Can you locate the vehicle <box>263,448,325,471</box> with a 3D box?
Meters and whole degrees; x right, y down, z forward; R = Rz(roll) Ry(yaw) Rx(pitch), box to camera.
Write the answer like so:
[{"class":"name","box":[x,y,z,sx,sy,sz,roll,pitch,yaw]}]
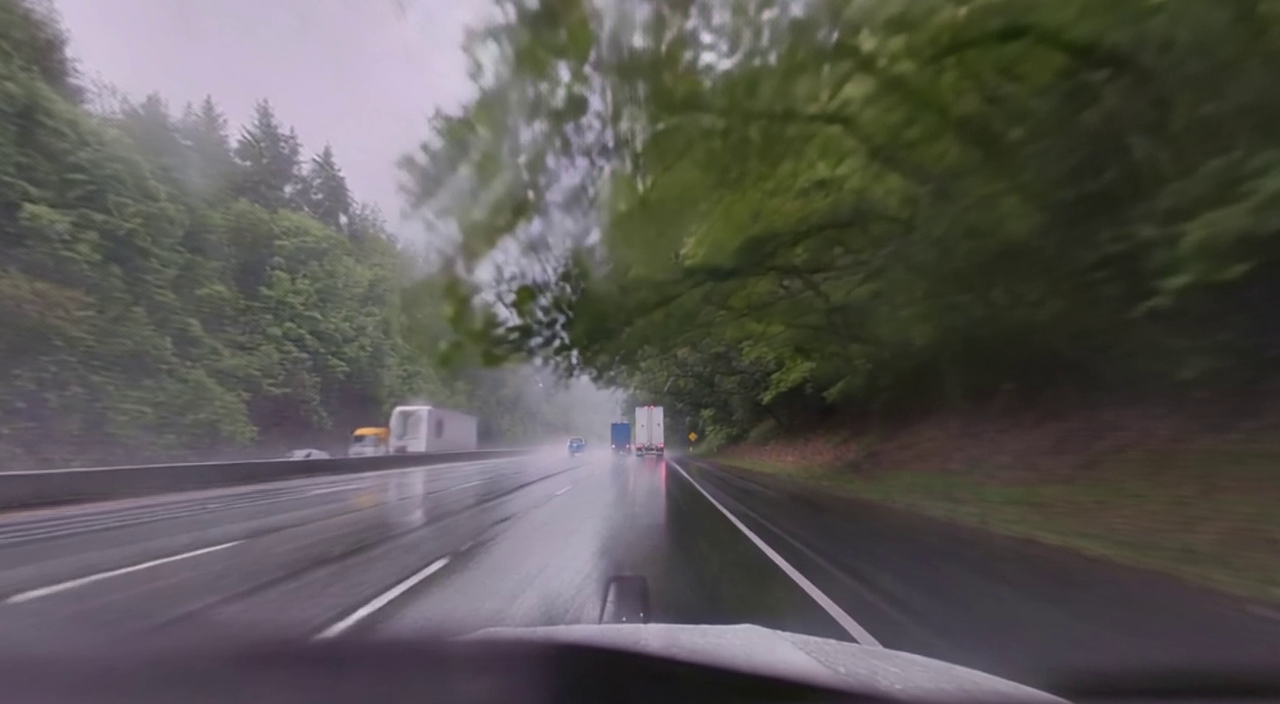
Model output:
[{"class":"vehicle","box":[-25.508,7.936,46.648,2.060,1.559,4.348,0,-8,1]}]
